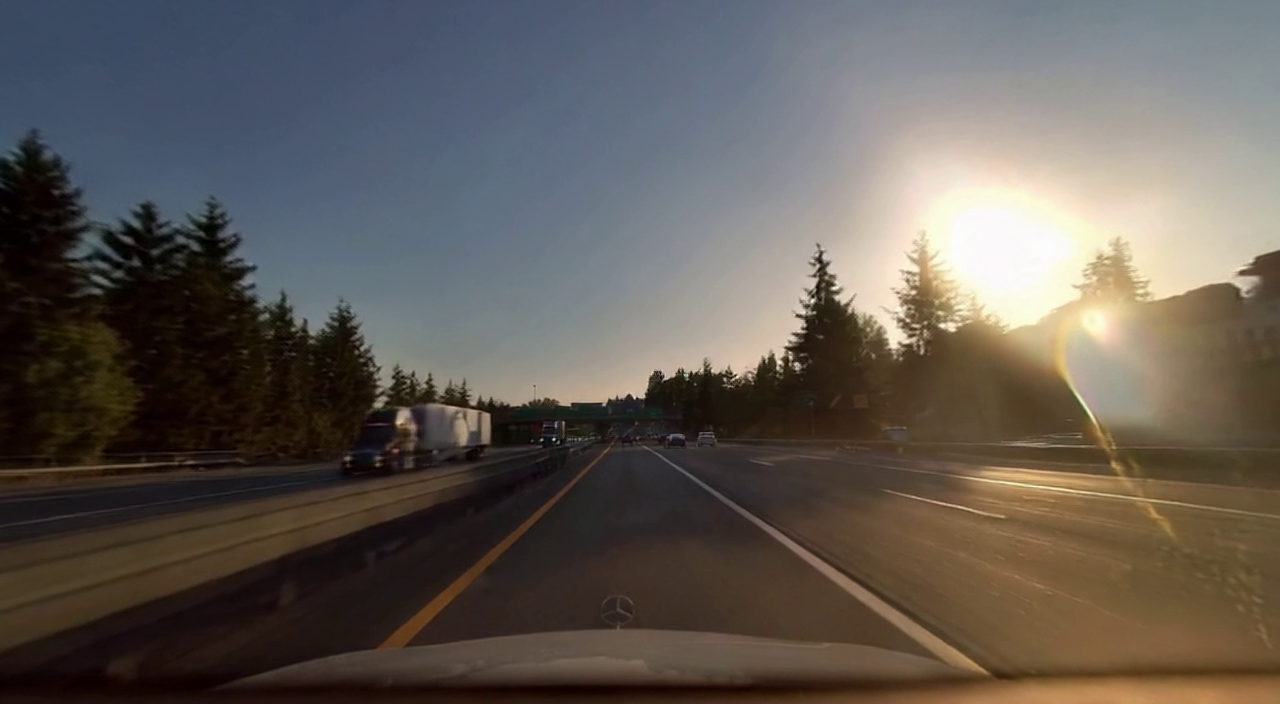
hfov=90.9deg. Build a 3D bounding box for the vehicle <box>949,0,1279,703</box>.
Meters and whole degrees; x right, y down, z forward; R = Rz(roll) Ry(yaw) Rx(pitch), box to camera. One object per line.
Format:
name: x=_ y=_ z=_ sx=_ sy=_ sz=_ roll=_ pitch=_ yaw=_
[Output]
vehicle: x=3.583 y=-0.395 z=1.011 sx=3.004 sy=3.894 sz=5.738 roll=0 pitch=-8 yaw=-1
